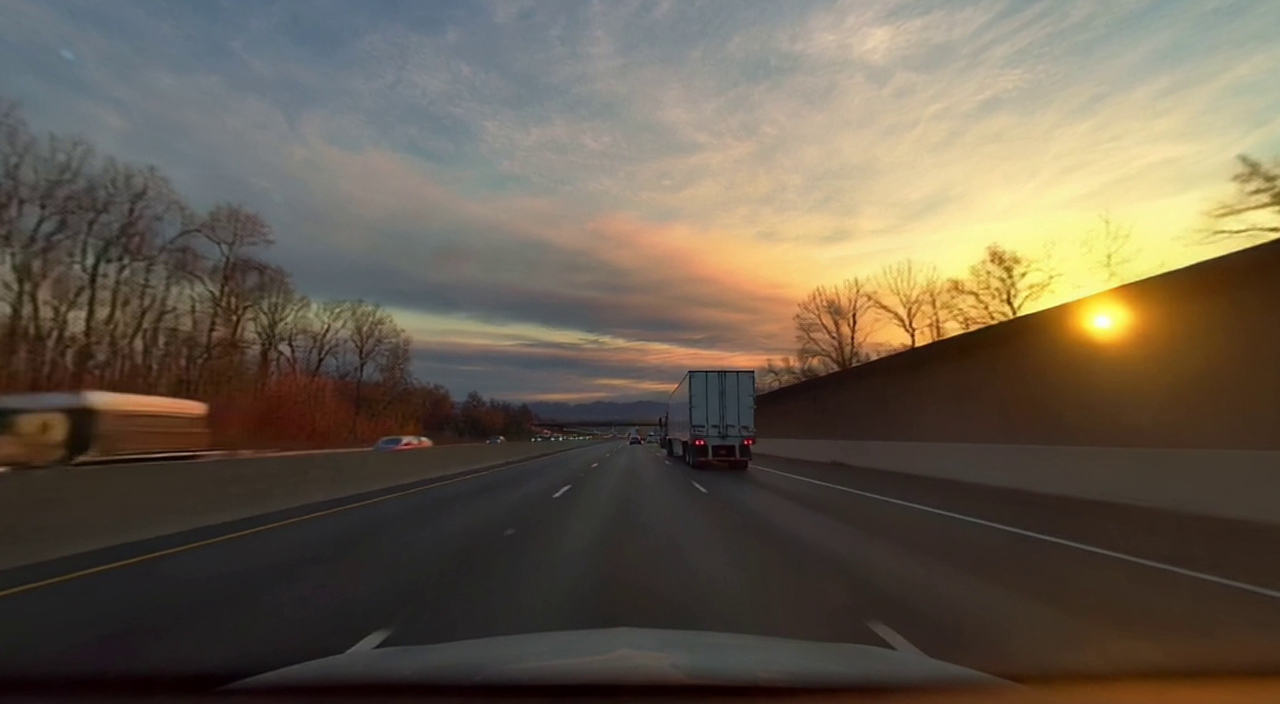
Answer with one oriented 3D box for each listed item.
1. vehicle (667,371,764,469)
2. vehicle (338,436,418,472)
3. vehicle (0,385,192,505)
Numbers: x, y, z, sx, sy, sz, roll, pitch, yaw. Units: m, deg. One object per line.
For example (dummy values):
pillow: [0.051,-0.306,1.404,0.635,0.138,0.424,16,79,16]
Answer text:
vehicle: [3.535,3.876,34.544,2.979,4.161,15.508,1,-7,-2]
vehicle: [-12.008,4.663,29.153,1.870,1.516,4.423,0,-8,-1]
vehicle: [-15.572,2.430,16.601,2.333,2.686,7.040,0,-8,-1]
